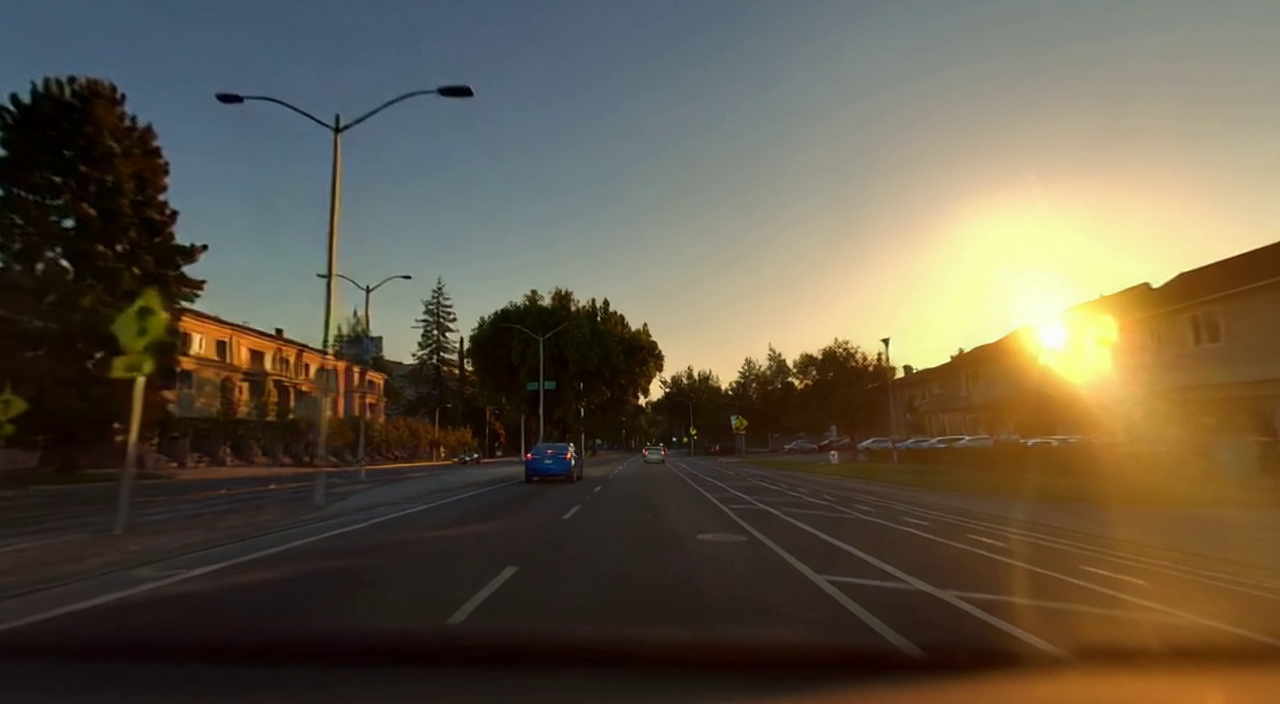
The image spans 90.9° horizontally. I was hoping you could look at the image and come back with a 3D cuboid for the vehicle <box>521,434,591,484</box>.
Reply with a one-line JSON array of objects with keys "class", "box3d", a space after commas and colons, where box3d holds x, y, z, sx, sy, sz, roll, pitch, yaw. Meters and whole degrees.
[{"class": "vehicle", "box3d": [-3.303, 4.322, 25.710, 2.150, 1.812, 4.423, 0, -9, 1]}]
